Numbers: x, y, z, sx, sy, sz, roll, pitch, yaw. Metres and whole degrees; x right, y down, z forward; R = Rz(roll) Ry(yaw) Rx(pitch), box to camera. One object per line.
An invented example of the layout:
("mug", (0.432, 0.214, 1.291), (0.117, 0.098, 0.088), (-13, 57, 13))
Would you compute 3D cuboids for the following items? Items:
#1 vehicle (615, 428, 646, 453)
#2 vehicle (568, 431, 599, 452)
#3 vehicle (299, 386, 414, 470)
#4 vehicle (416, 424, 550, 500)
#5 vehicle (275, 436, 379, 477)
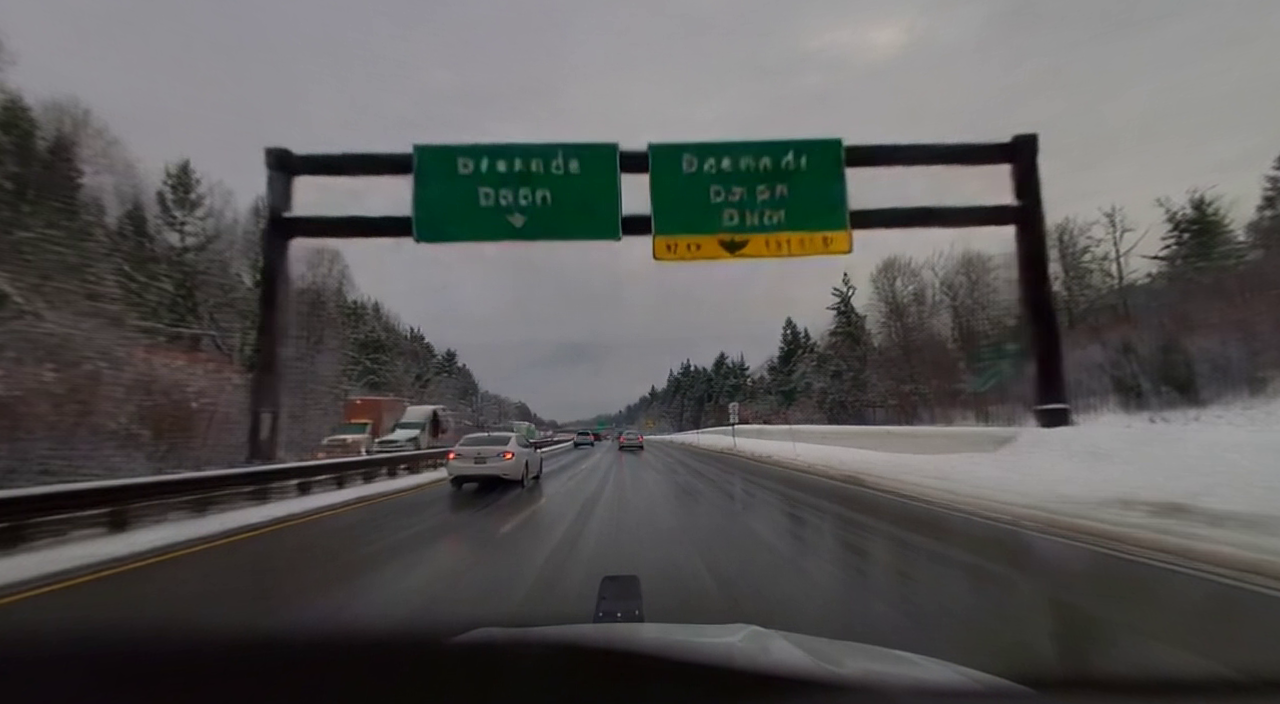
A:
("vehicle", (-0.651, 6.163, 43.684), (2.054, 1.609, 3.859), (0, -8, -1))
("vehicle", (-4.442, 7.078, 49.787), (2.071, 1.524, 4.398), (0, -8, 0))
("vehicle", (-15.705, 4.321, 35.531), (3.395, 4.263, 6.355), (1, -7, 0))
("vehicle", (-3.468, 2.527, 14.927), (1.989, 1.497, 4.645), (0, -8, 0))
("vehicle", (-12.155, 4.060, 24.743), (2.152, 1.480, 3.843), (0, -8, 0))
